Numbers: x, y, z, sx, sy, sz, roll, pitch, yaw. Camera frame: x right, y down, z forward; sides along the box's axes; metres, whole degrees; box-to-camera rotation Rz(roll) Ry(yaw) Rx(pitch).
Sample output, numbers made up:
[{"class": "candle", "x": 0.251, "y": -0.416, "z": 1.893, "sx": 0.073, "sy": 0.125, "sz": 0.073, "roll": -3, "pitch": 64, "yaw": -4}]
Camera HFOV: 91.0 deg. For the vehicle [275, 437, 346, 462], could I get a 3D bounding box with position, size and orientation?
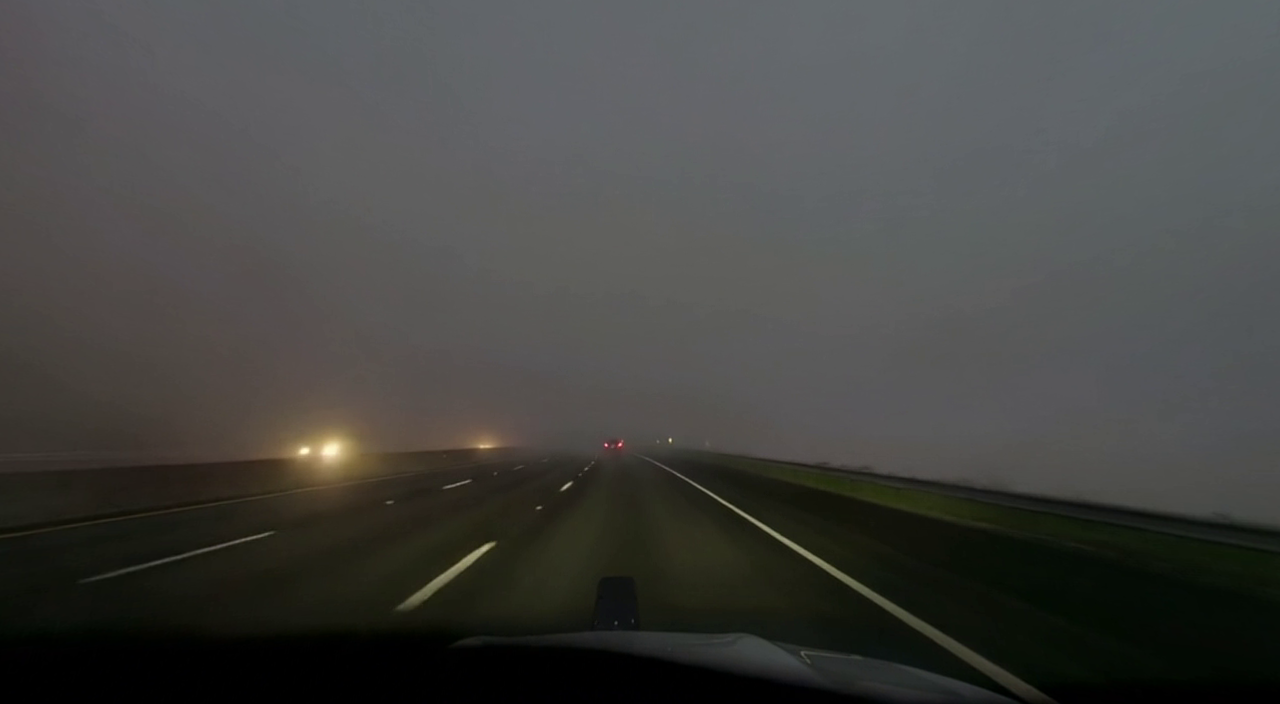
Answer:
[{"class": "vehicle", "x": -20.480, "y": 6.069, "z": 39.320, "sx": 2.148, "sy": 1.484, "sz": 4.446, "roll": 0, "pitch": -8, "yaw": -2}]
